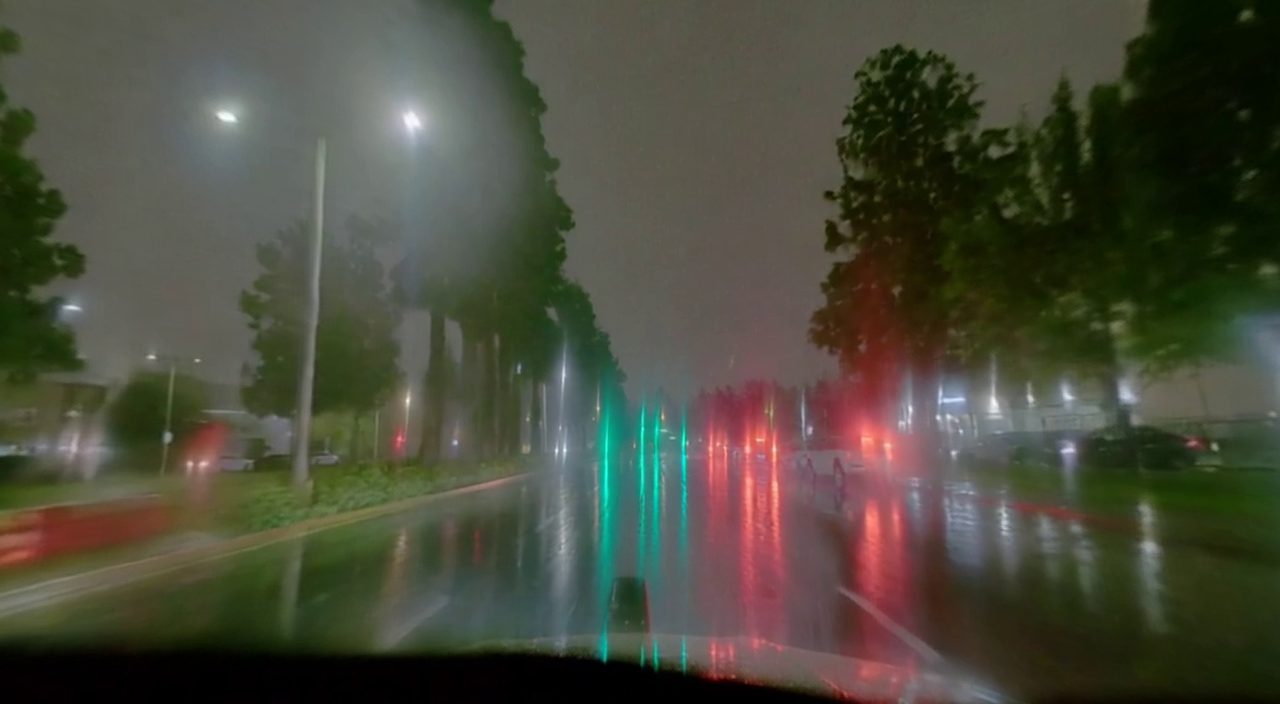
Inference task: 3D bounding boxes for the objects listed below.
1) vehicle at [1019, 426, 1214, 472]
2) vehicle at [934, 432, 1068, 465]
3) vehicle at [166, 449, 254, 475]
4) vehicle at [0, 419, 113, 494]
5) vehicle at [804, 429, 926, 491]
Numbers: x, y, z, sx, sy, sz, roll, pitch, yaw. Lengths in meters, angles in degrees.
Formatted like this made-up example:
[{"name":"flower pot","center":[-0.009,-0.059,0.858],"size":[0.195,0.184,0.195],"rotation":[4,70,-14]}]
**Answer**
[{"name":"vehicle","center":[16.785,3.458,22.415],"size":[5.222,1.515,2.044],"rotation":[0,-9,-1]},{"name":"vehicle","center":[16.898,4.539,29.671],"size":[4.906,1.429,2.234],"rotation":[0,-9,-1]},{"name":"vehicle","center":[-32.196,8.261,47.312],"size":[4.963,1.714,2.311],"rotation":[-2,-9,-1]},{"name":"vehicle","center":[-33.056,5.535,33.456],"size":[7.106,3.726,3.230],"rotation":[0,-8,1]},{"name":"vehicle","center":[7.027,3.424,20.340],"size":[2.084,1.736,4.754],"rotation":[0,-8,-1]}]
